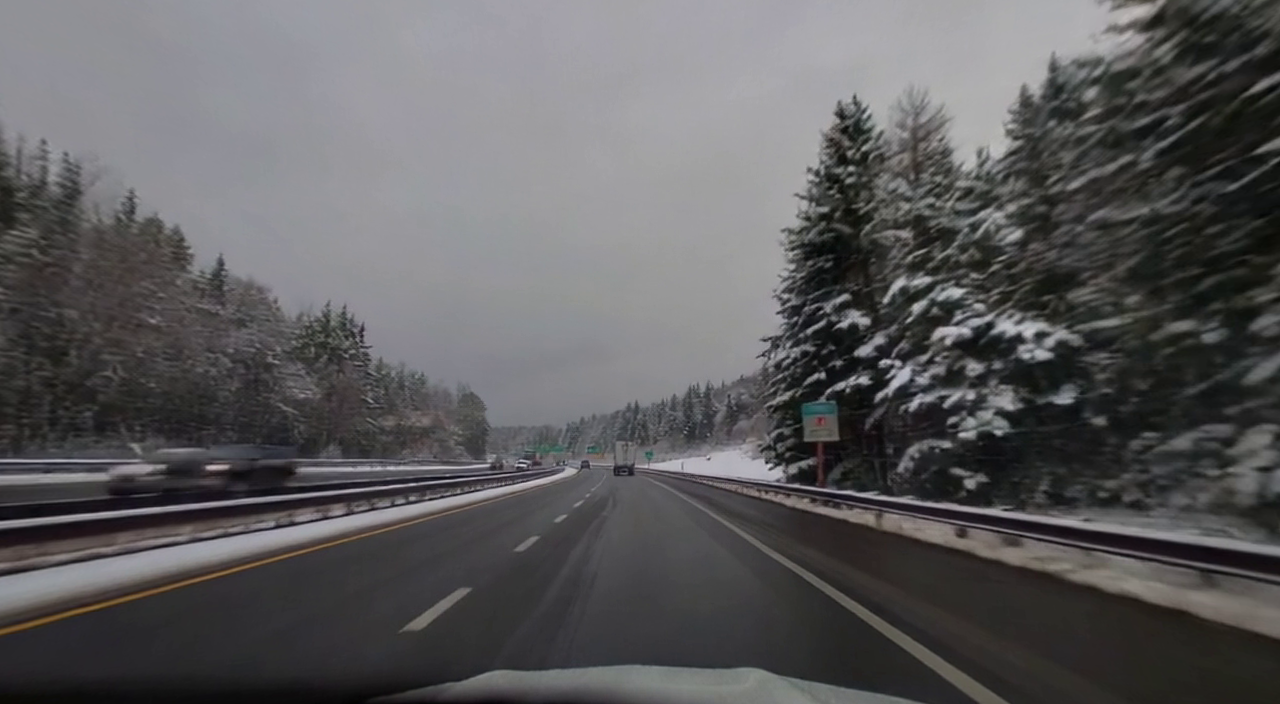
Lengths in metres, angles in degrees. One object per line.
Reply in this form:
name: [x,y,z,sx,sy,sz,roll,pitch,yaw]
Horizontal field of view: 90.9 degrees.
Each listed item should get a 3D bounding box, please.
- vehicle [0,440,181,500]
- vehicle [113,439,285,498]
vehicle: [-17.062,3.649,19.557,2.217,1.578,4.428,1,-11,0]
vehicle: [-12.818,3.465,18.734,1.978,1.513,4.284,1,-11,0]
